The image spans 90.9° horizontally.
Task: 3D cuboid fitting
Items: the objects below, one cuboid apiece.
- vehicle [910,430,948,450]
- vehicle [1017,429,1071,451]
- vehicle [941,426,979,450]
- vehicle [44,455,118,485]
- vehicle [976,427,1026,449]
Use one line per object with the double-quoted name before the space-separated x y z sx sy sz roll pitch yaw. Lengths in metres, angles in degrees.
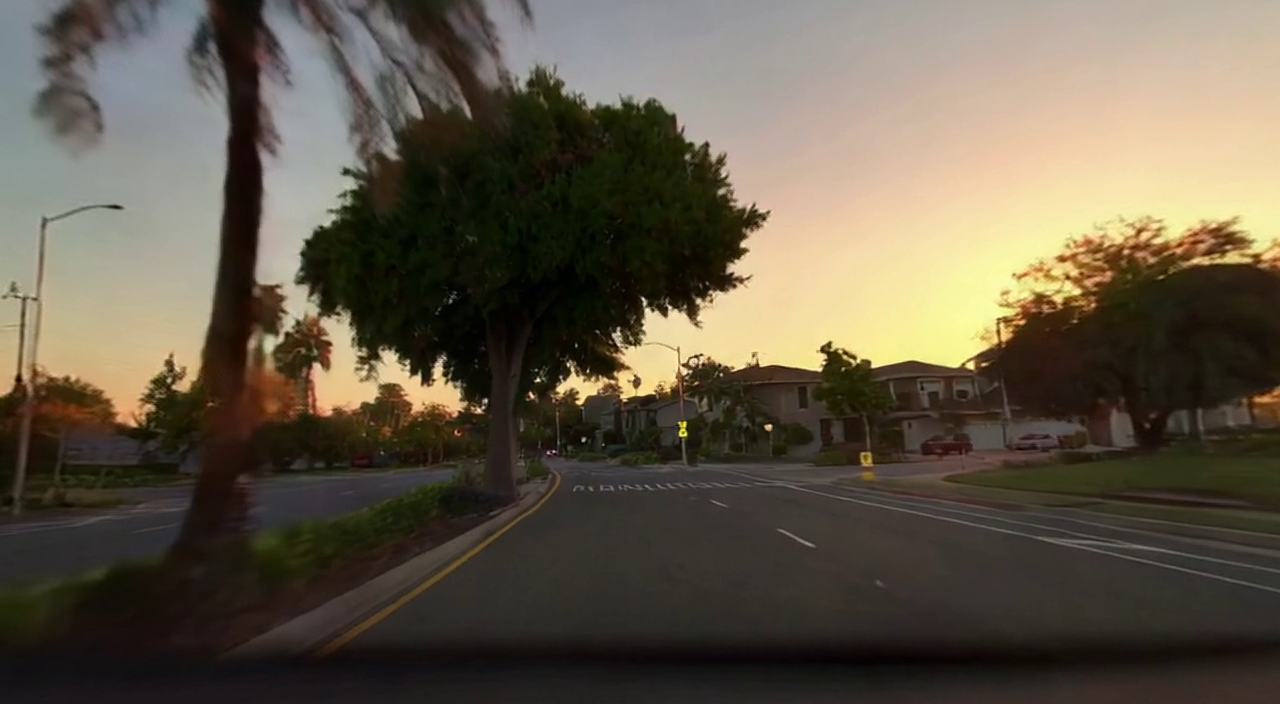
"vehicle" 22.565 6.887 49.318 1.702 1.536 3.896 -1 -8 9
"vehicle" 31.180 6.841 48.789 1.854 1.512 4.082 -6 -9 8
"vehicle" 24.700 6.598 48.770 1.994 1.714 4.222 -1 -7 18
"vehicle" -39.975 8.395 45.274 2.227 1.905 5.954 4 -9 -24
"vehicle" 28.388 6.783 49.683 1.798 1.621 3.735 0 -8 3
